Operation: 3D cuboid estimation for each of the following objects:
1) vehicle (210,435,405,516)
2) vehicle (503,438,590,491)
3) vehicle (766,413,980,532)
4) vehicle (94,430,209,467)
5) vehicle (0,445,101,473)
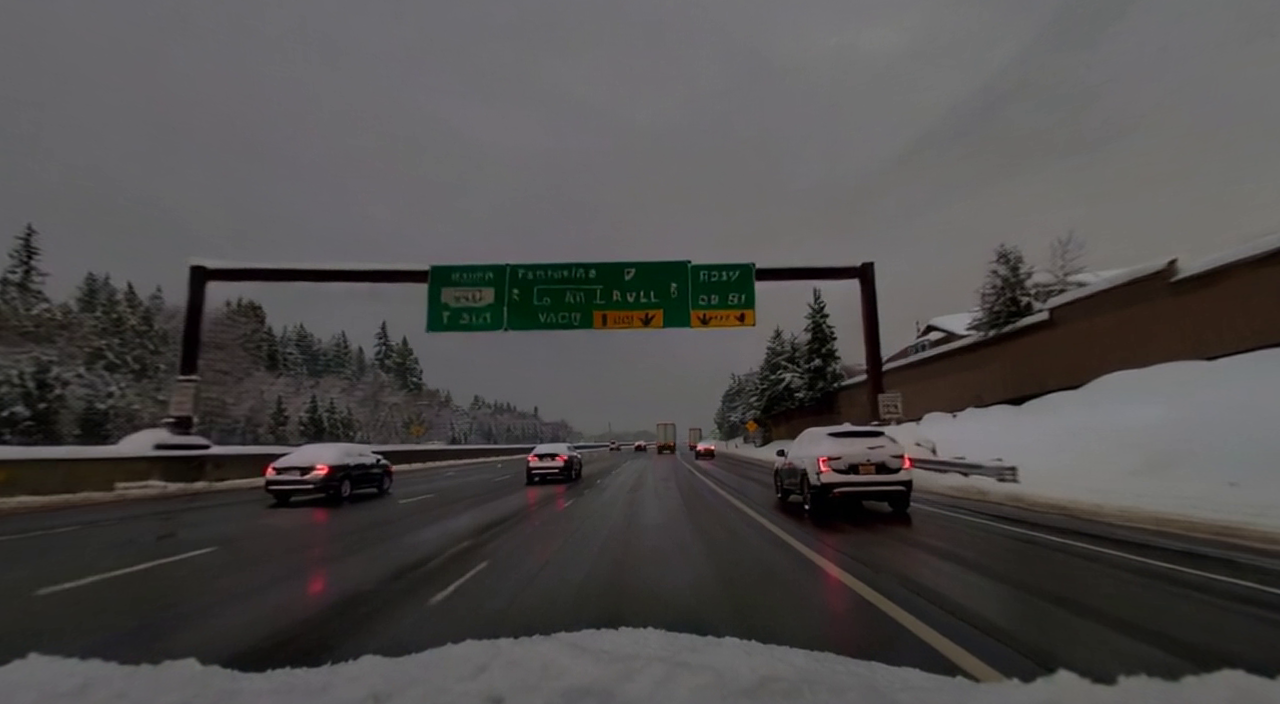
[{"bbox_3d":[-6.970,2.611,13.780,1.909,1.482,4.140,0,-9,1],"label":"vehicle"},{"bbox_3d":[-2.797,3.478,19.741,1.947,1.479,4.114,0,-9,2],"label":"vehicle"},{"bbox_3d":[3.840,2.097,11.472,2.108,1.709,4.703,0,-9,0],"label":"vehicle"},{"bbox_3d":[-27.541,5.460,35.683,2.130,1.945,5.252,0,-9,2],"label":"vehicle"},{"bbox_3d":[-31.736,5.692,33.720,1.745,1.409,4.176,0,-9,2],"label":"vehicle"}]
